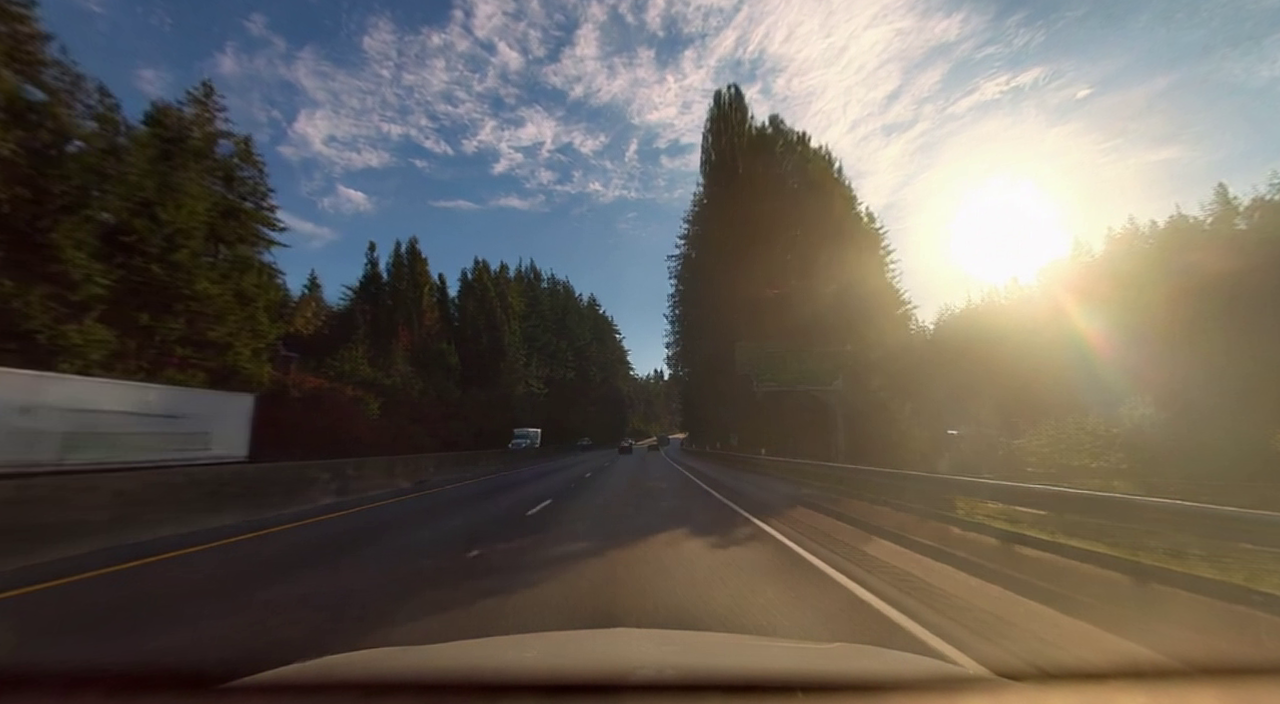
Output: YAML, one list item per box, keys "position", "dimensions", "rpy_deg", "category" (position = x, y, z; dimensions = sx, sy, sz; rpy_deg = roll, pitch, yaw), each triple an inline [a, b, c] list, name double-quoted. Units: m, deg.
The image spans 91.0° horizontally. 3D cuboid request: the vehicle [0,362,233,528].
- position: [-17.030, 2.471, 16.714]
  dimensions: [2.931, 4.017, 14.287]
  rpy_deg: [0, -8, 0]
  category: "vehicle"
